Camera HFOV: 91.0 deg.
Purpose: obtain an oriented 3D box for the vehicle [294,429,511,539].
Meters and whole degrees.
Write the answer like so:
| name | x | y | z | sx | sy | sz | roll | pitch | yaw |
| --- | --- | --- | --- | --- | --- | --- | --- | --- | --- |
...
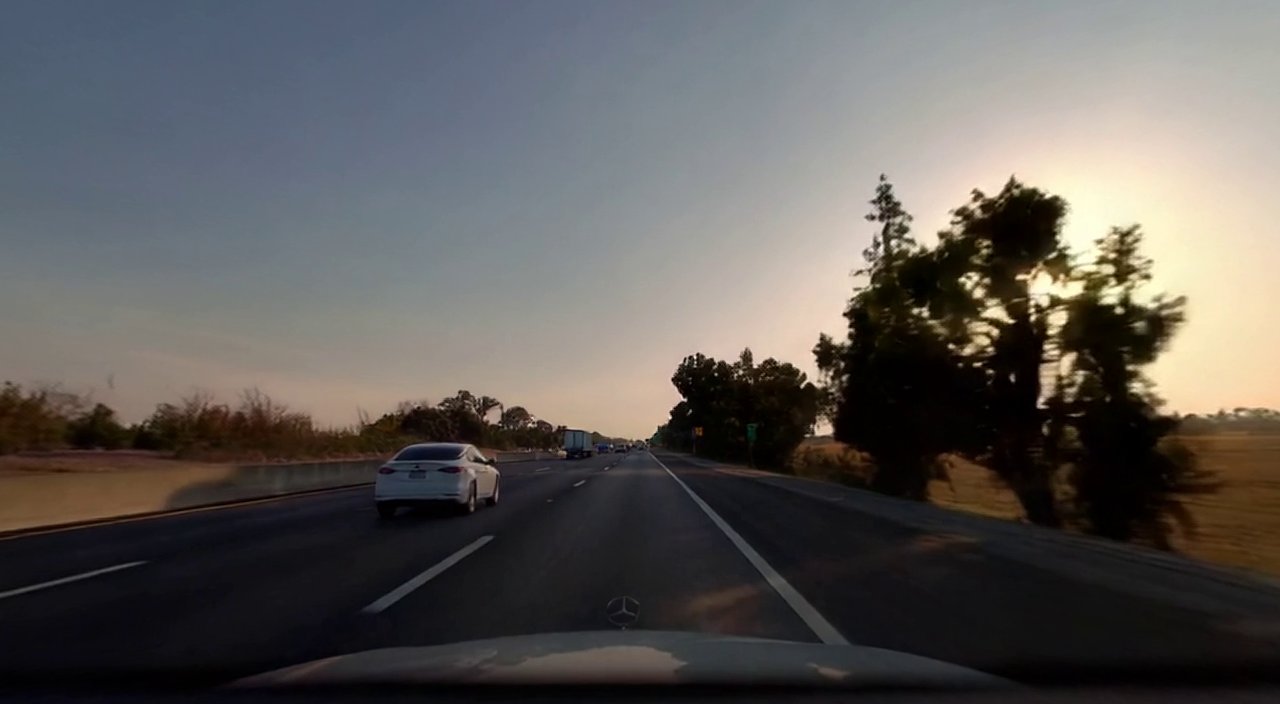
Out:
| name | x | y | z | sx | sy | sz | roll | pitch | yaw |
| --- | --- | --- | --- | --- | --- | --- | --- | --- | --- |
| vehicle | -3.894 | 2.258 | 11.461 | 2.028 | 1.553 | 4.820 | 0 | -9 | 1 |
